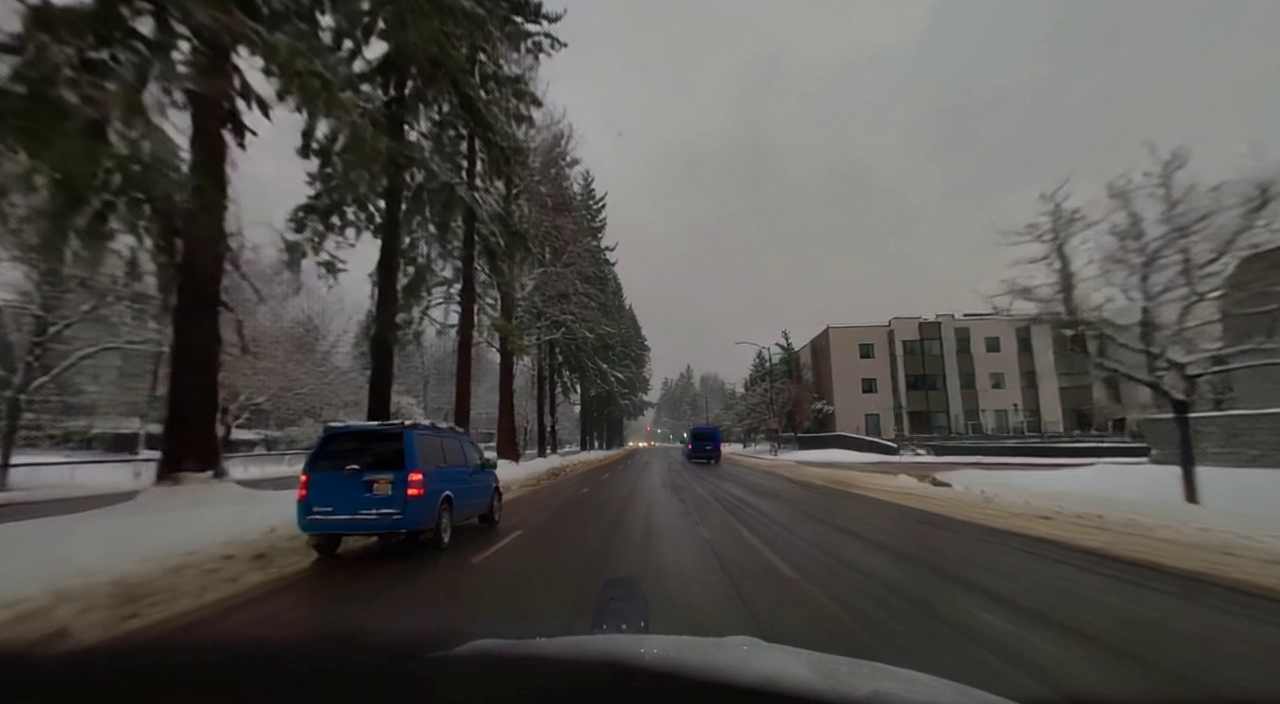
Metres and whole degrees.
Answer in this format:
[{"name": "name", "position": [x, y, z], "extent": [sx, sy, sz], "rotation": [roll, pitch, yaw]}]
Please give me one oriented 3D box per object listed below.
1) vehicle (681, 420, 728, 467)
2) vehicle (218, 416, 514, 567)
[{"name": "vehicle", "position": [3.896, 5.723, 39.364], "extent": [2.349, 2.671, 5.744], "rotation": [0, -9, 0]}, {"name": "vehicle", "position": [-3.411, 1.842, 9.103], "extent": [2.129, 1.602, 4.532], "rotation": [0, -9, 1]}]
